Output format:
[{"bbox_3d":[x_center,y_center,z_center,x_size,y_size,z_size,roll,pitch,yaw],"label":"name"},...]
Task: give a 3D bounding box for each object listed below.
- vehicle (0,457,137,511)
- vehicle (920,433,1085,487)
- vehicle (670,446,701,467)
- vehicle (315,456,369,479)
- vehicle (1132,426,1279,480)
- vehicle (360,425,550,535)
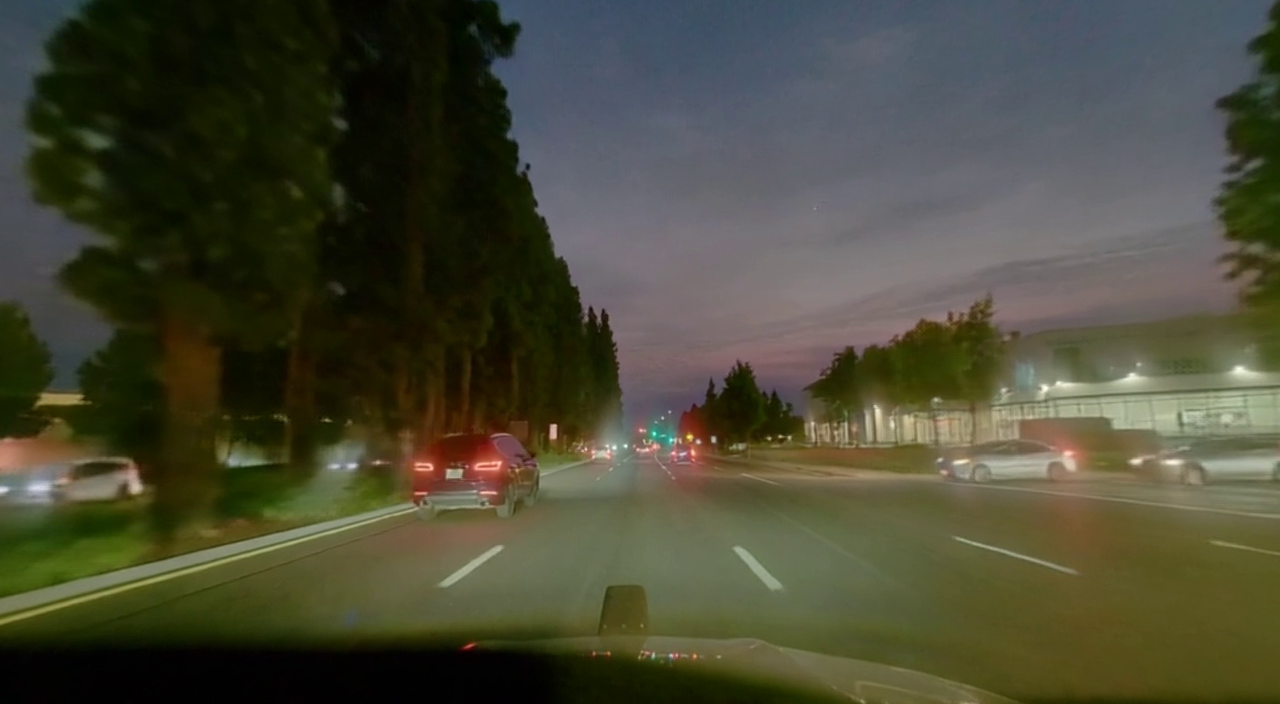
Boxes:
[{"bbox_3d":[-21.337,4.759,23.195,1.841,1.722,4.490,0,-9,0],"label":"vehicle"},{"bbox_3d":[12.685,3.835,22.388,4.515,1.599,1.968,-5,-10,10],"label":"vehicle"},{"bbox_3d":[3.402,7.927,48.087,2.087,1.506,4.276,0,-9,0],"label":"vehicle"},{"bbox_3d":[-21.473,8.361,45.657,1.729,1.499,4.579,0,-9,-1],"label":"vehicle"},{"bbox_3d":[20.645,3.543,22.235,4.691,1.626,1.989,-3,-9,3],"label":"vehicle"},{"bbox_3d":[-3.140,2.288,11.894,2.121,1.656,4.559,0,-9,1],"label":"vehicle"}]
